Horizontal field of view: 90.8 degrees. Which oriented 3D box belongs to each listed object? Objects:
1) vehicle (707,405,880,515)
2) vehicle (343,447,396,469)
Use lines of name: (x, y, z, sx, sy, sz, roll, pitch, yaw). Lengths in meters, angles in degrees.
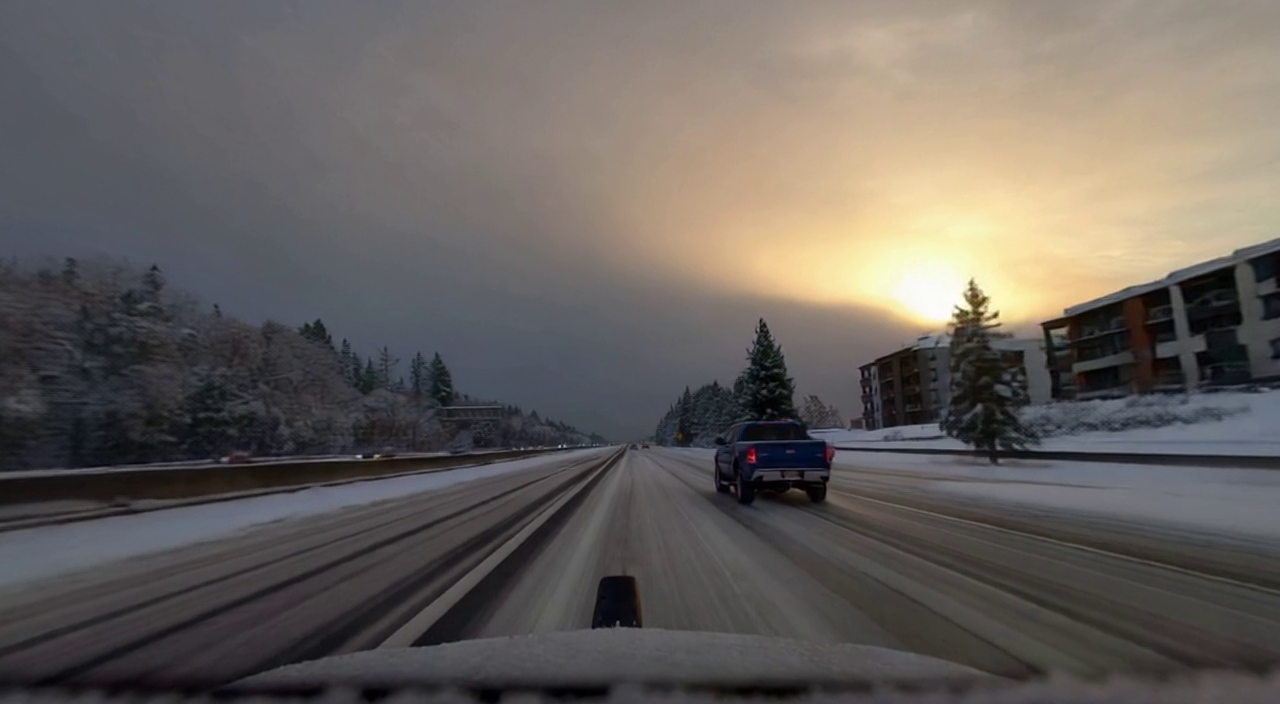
vehicle: (3.073, 2.334, 13.980, 2.462, 1.984, 4.718, 0, -9, -2)
vehicle: (-19.731, 7.744, 46.329, 1.853, 1.477, 4.546, -1, -9, 0)
